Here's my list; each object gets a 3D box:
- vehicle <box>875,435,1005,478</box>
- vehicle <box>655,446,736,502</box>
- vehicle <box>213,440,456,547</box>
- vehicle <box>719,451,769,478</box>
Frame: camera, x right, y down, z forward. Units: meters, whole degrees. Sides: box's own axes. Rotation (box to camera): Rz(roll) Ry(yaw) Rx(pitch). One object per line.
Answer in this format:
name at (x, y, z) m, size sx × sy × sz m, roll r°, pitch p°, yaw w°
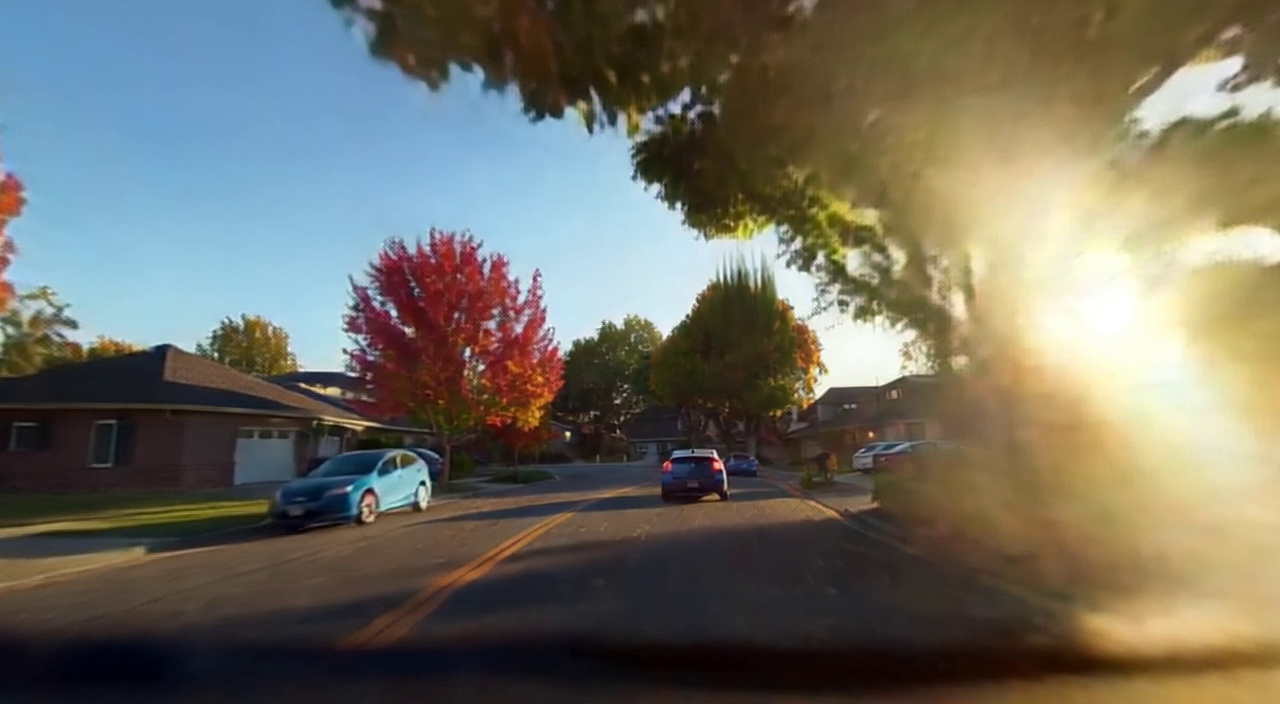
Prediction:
vehicle at (12.928, 4.515, 27.429) m, size 4.524 × 1.587 × 2.064 m, roll -2°, pitch -8°, yaw -2°
vehicle at (1.620, 3.638, 19.310) m, size 2.192 × 1.474 × 4.192 m, roll -1°, pitch -9°, yaw 3°
vehicle at (-6.108, 2.842, 13.566) m, size 2.641 × 1.747 × 4.738 m, roll -3°, pitch -8°, yaw 4°
vehicle at (6.039, 6.602, 37.227) m, size 2.089 × 1.462 × 4.529 m, roll 0°, pitch -9°, yaw -1°
